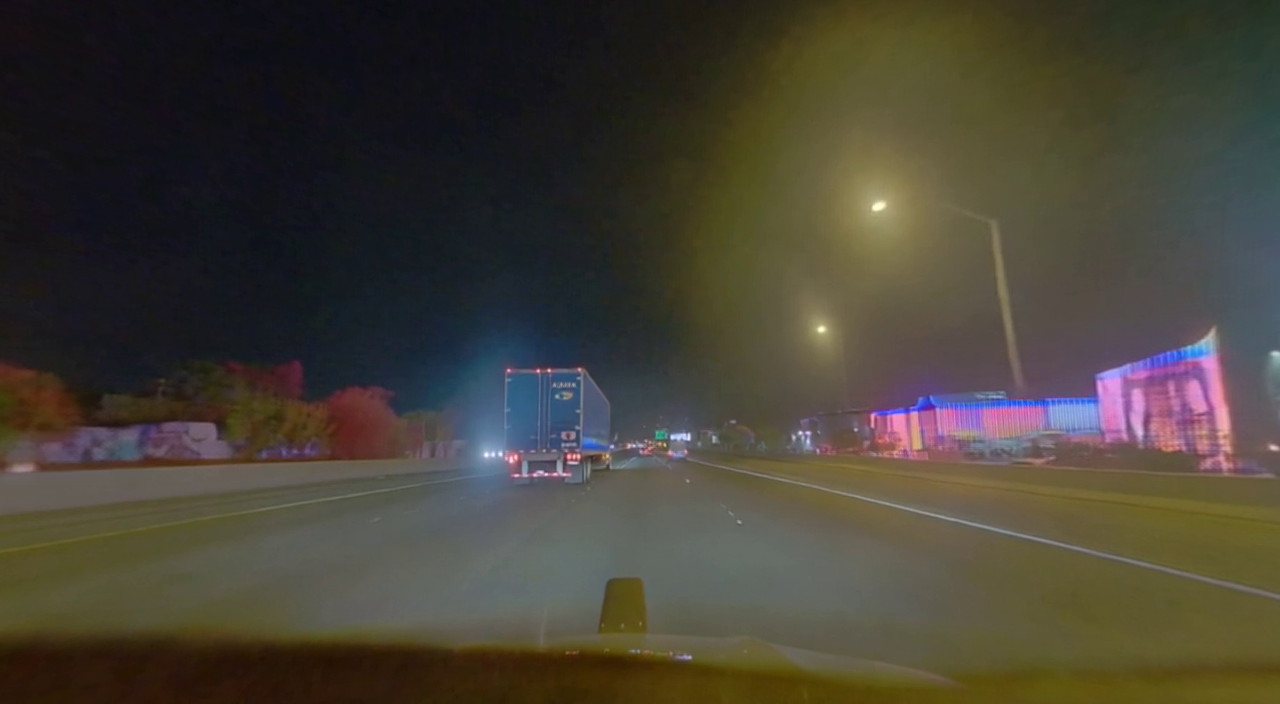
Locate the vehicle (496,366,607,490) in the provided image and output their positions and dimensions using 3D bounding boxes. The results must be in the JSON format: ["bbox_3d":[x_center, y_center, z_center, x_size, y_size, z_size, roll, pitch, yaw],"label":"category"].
[{"bbox_3d":[-3.156,3.069,25.285,2.977,4.048,8.890,-1,-8,1],"label":"vehicle"}]
